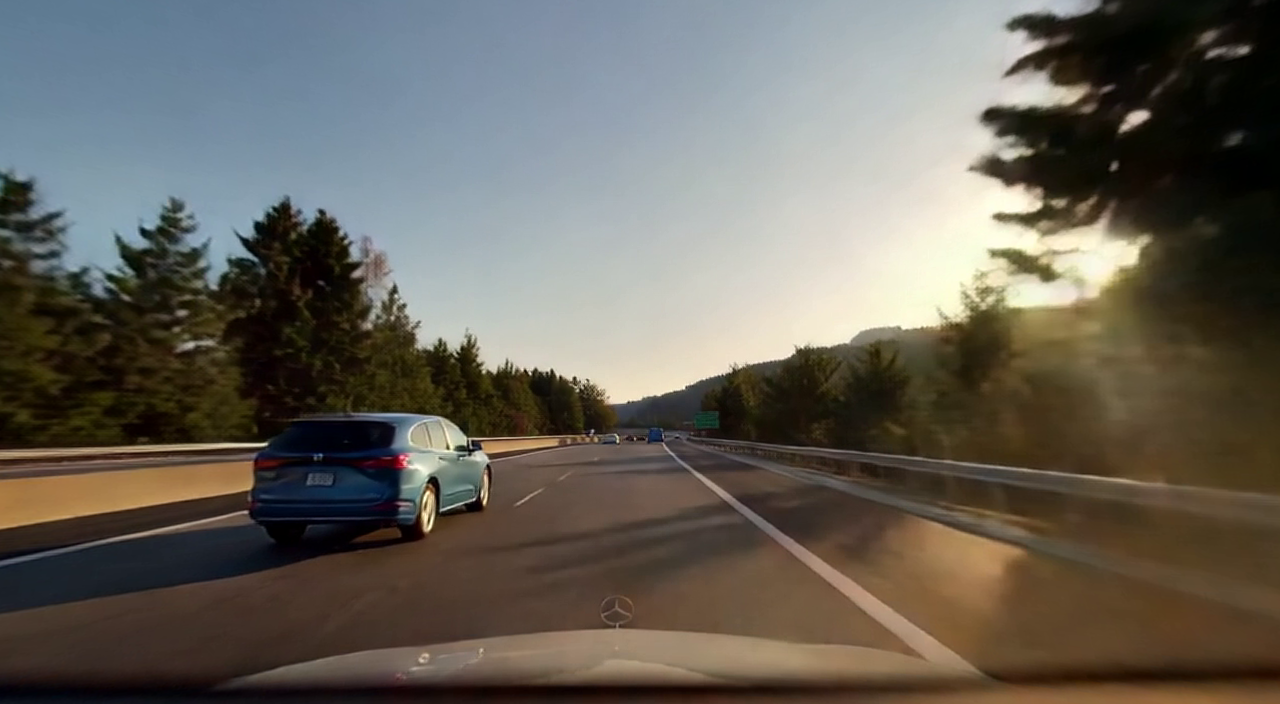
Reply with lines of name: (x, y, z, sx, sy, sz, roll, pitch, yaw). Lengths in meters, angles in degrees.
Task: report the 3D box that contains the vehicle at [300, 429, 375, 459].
vehicle: (-16.009, 4.878, 33.630, 1.864, 1.504, 4.253, 0, -7, 0)
